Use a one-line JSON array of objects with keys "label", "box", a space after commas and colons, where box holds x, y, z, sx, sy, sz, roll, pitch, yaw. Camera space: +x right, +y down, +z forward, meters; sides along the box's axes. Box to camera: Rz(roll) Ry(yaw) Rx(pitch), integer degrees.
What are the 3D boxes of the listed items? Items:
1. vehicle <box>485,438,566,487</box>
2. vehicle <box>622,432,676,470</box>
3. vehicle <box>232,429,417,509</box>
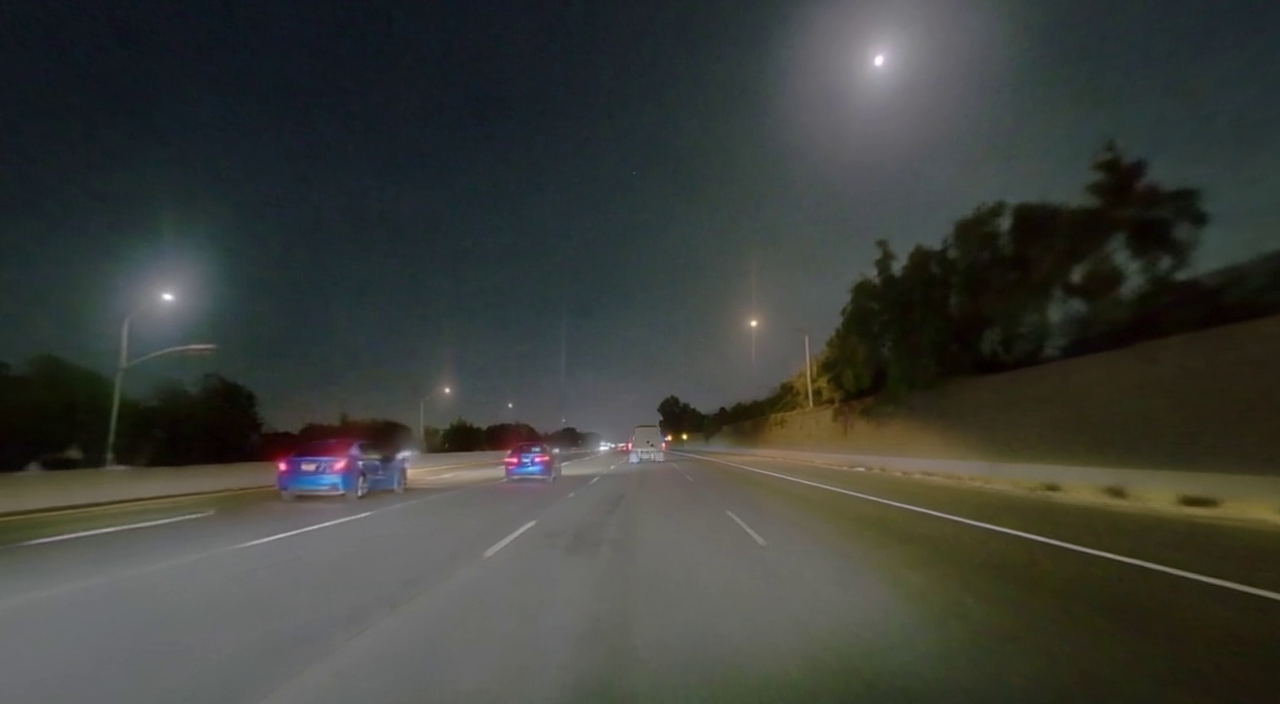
[{"label": "vehicle", "box": [-3.872, 3.824, 22.107, 2.000, 1.512, 4.371, 0, -9, 0]}, {"label": "vehicle", "box": [0.452, 5.677, 36.155, 2.856, 1.994, 4.931, 0, -9, -1]}, {"label": "vehicle", "box": [-7.563, 2.844, 15.796, 2.189, 1.673, 4.699, 0, -9, 0]}]
